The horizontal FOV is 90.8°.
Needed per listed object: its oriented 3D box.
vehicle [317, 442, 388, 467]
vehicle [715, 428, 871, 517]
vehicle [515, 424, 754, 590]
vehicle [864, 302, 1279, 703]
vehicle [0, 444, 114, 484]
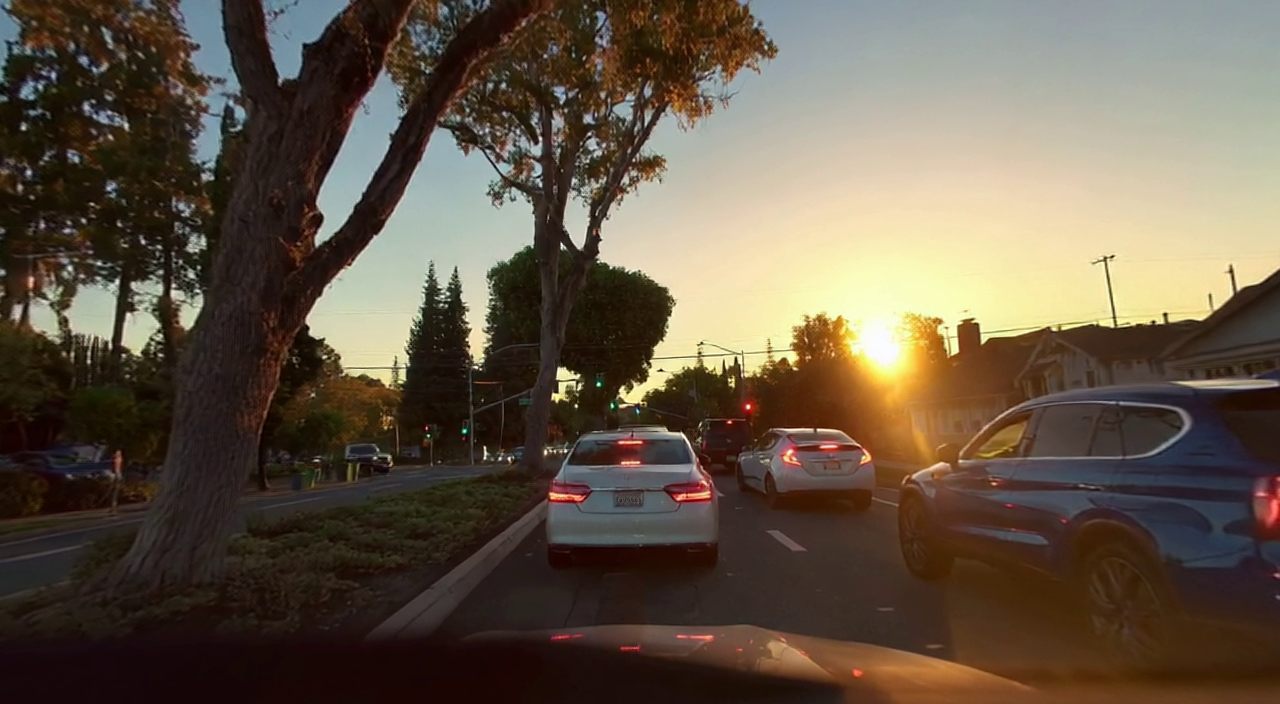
[{"bbox_3d":[-19.905,7.103,43.790,3.957,1.630,1.881,0,-8,0],"label":"vehicle"},{"bbox_3d":[2.953,2.439,13.342,1.971,1.517,4.521,0,-8,-2],"label":"vehicle"},{"bbox_3d":[-0.101,1.727,7.933,2.186,1.500,4.141,0,-8,-1],"label":"vehicle"},{"bbox_3d":[3.359,0.995,4.326,2.006,1.766,4.345,0,-8,-1],"label":"vehicle"},{"bbox_3d":[-22.531,4.187,23.701,4.092,1.438,1.639,0,-8,1],"label":"vehicle"}]
